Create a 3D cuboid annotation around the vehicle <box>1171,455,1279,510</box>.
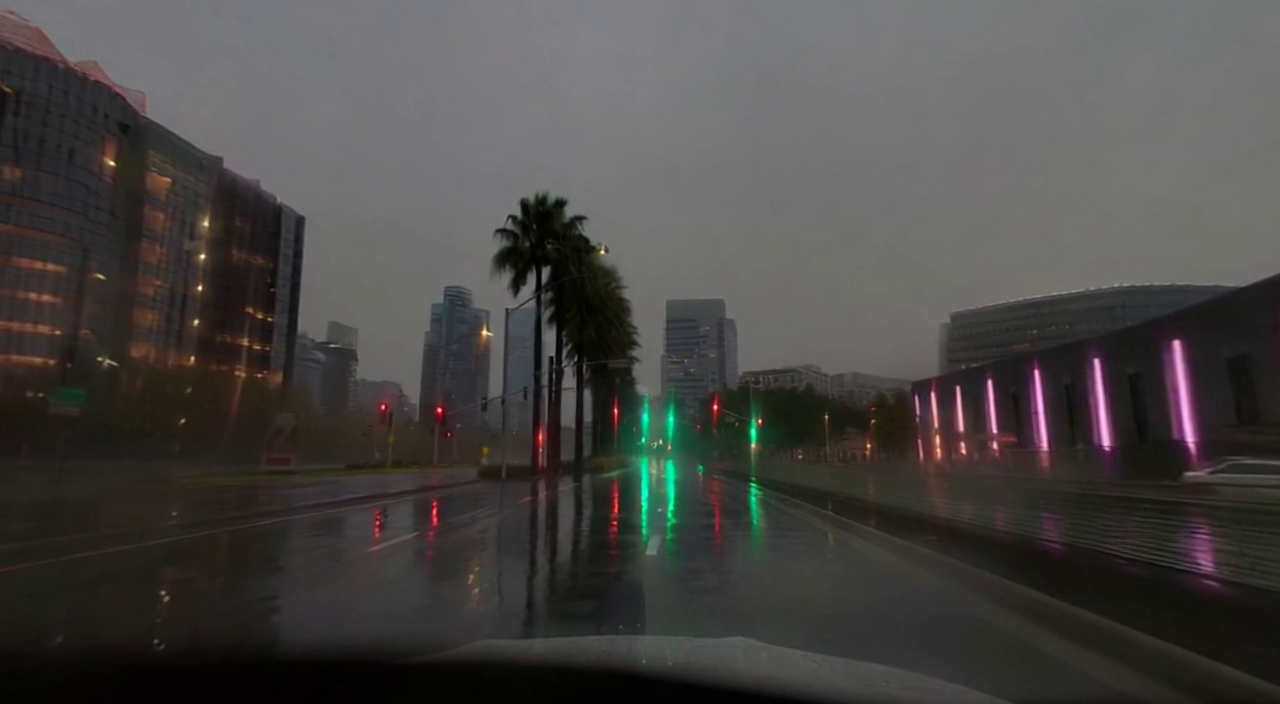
[{"bbox_3d":[29.719,6.344,30.402,2.599,2.380,6.013,-2,-14,-1],"label":"vehicle"}]
